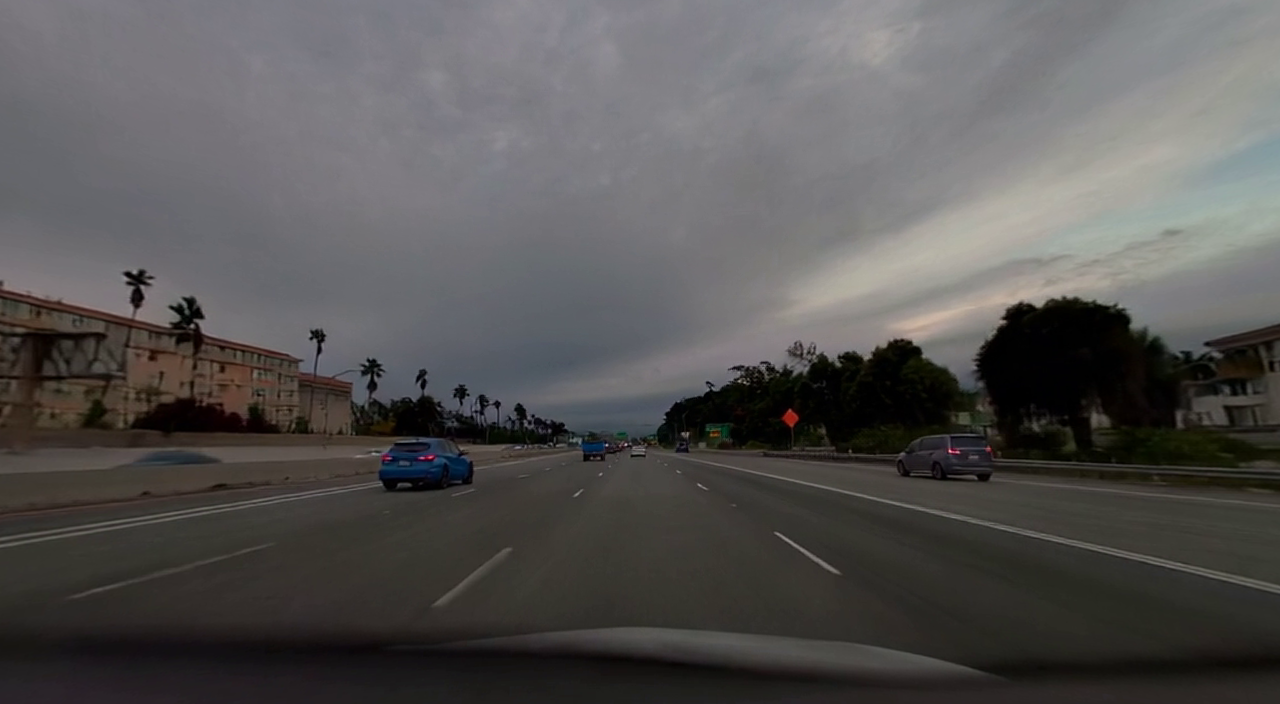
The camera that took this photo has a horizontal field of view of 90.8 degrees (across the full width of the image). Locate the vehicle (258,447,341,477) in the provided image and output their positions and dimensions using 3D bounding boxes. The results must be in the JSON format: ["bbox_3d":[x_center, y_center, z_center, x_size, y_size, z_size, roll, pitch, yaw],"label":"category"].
[{"bbox_3d":[-17.468,5.638,32.683,1.836,1.447,4.431,0,-9,0],"label":"vehicle"}]

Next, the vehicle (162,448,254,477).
[{"bbox_3d":[-24.397,6.243,35.926,1.972,1.510,4.662,0,-9,0],"label":"vehicle"}]

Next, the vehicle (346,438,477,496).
[{"bbox_3d":[-6.562,3.371,18.887,2.018,1.480,4.999,0,-9,0],"label":"vehicle"}]

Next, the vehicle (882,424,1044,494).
[{"bbox_3d":[9.211,3.103,18.590,2.168,1.792,4.457,0,-9,-4],"label":"vehicle"}]

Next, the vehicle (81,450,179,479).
[{"bbox_3d":[-27.736,6.106,34.530,1.833,1.493,4.216,0,-9,-1],"label":"vehicle"}]
